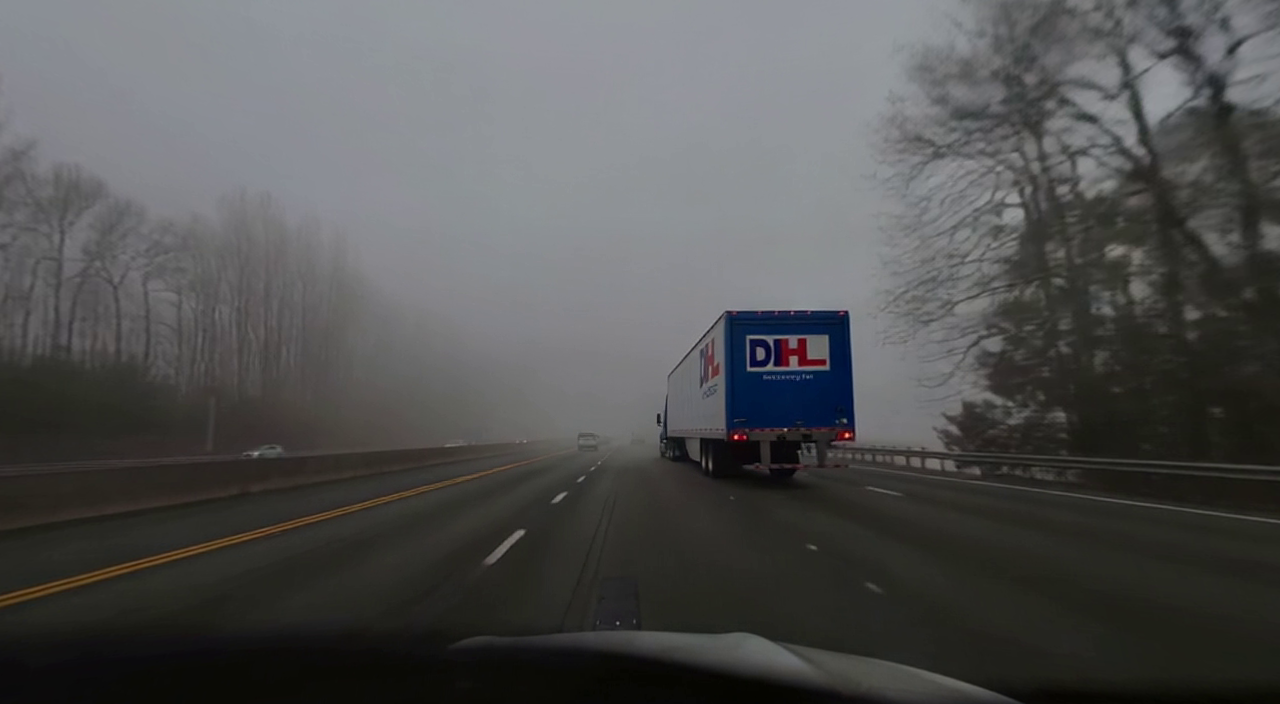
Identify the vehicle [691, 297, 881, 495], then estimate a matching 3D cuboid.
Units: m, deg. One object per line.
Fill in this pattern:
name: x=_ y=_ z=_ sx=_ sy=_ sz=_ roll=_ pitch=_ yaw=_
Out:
vehicle: x=3.448 y=1.481 z=17.832 sx=3.011 sy=4.211 sz=8.926 roll=0 pitch=-8 yaw=-1
